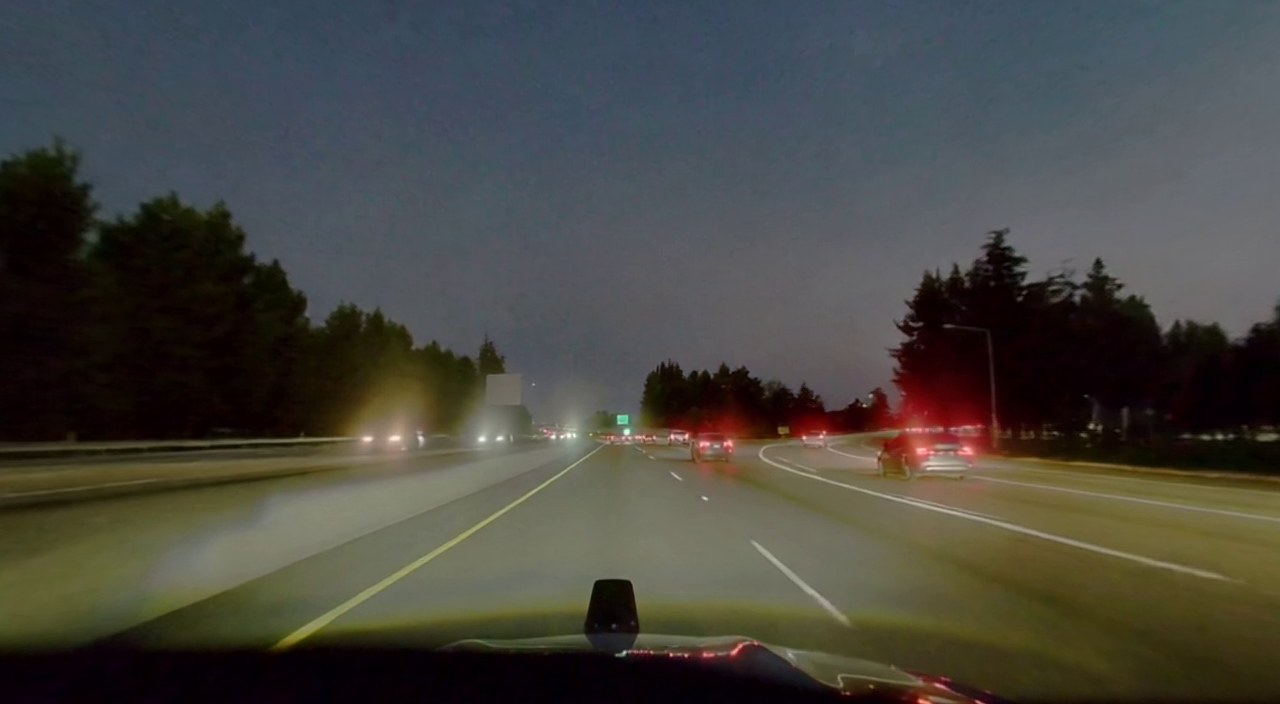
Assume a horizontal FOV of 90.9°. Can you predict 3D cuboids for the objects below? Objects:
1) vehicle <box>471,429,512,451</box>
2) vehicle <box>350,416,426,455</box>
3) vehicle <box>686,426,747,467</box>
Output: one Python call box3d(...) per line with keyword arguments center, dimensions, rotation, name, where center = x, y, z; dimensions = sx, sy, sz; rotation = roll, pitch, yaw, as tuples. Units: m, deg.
box3d(center=(-10.132, 6.002, 43.242), dimensions=(1.972, 1.443, 4.342), rotation=(0, -7, -3), name="vehicle")
box3d(center=(-13.702, 4.605, 34.667), dimensions=(2.146, 1.969, 5.211), rotation=(0, -7, -1), name="vehicle")
box3d(center=(3.149, 3.958, 26.641), dimensions=(1.938, 1.578, 3.764), rotation=(0, -7, -3), name="vehicle")
